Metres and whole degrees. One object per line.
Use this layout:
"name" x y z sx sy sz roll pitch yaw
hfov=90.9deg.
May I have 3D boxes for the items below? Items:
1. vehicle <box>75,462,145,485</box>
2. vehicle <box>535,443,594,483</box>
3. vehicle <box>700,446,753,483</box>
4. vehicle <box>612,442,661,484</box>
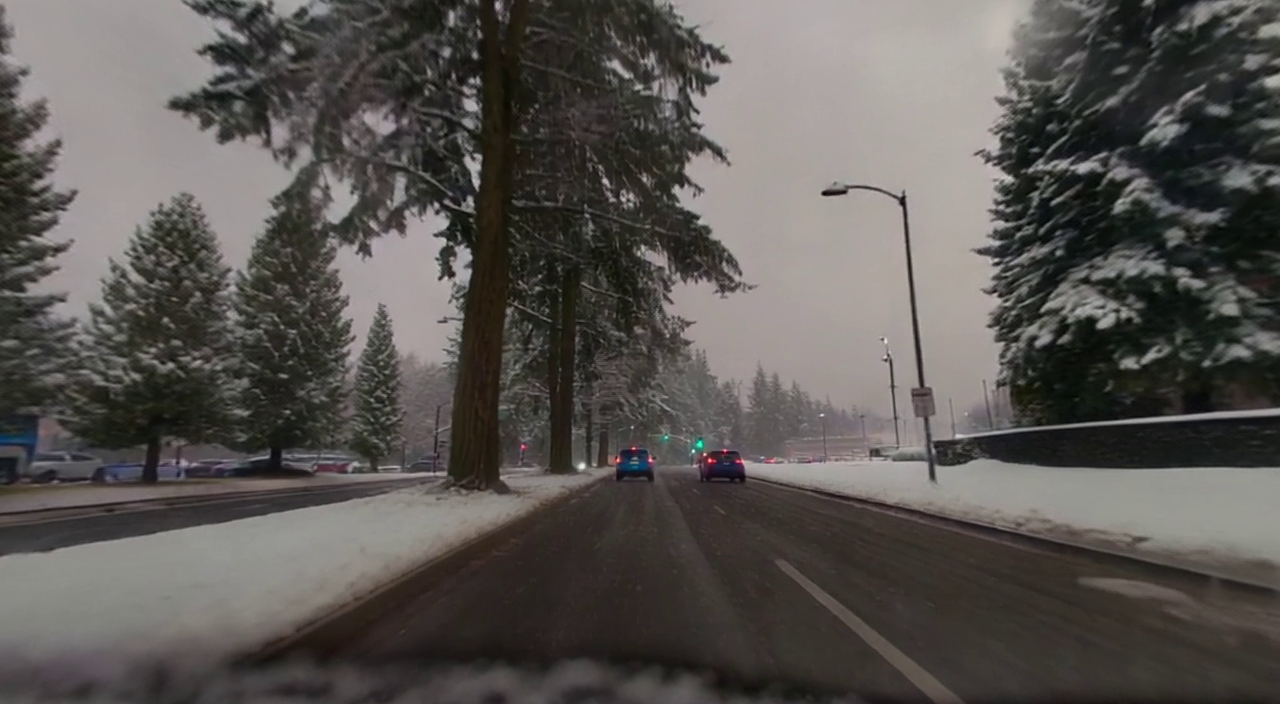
"vehicle" -39.543 9.071 47.216 1.750 1.462 4.400 1 -8 -6
"vehicle" -3.383 5.082 29.217 2.047 1.710 4.314 0 -8 2
"vehicle" 3.932 5.172 29.364 1.847 1.554 4.052 0 -8 -1
"vehicle" -0.094 4.832 27.793 2.022 1.700 4.084 0 -8 1
